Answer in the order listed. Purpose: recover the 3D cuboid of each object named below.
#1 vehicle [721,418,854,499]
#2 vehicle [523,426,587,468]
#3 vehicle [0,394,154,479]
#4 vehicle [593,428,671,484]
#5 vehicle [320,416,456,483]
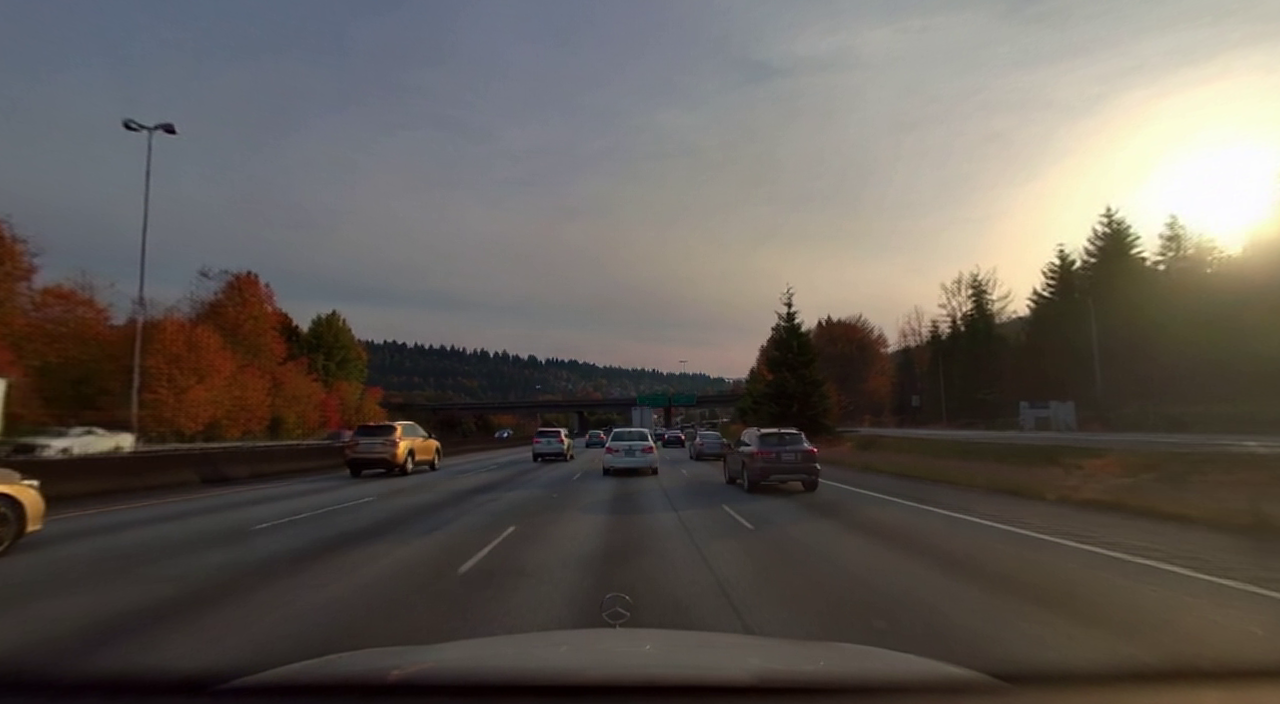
[{"bbox_3d":[3.333,2.496,15.199,2.095,1.650,4.331,0,-8,-1],"label":"vehicle"},{"bbox_3d":[-3.572,4.067,27.192,2.064,1.672,4.277,0,-8,1],"label":"vehicle"},{"bbox_3d":[-22.769,3.251,24.134,2.737,2.804,6.776,0,-8,0],"label":"vehicle"},{"bbox_3d":[-0.197,3.097,19.197,2.111,1.494,4.364,0,-8,1],"label":"vehicle"},{"bbox_3d":[-7.464,2.948,19.266,2.117,1.779,4.745,0,-8,1],"label":"vehicle"}]
